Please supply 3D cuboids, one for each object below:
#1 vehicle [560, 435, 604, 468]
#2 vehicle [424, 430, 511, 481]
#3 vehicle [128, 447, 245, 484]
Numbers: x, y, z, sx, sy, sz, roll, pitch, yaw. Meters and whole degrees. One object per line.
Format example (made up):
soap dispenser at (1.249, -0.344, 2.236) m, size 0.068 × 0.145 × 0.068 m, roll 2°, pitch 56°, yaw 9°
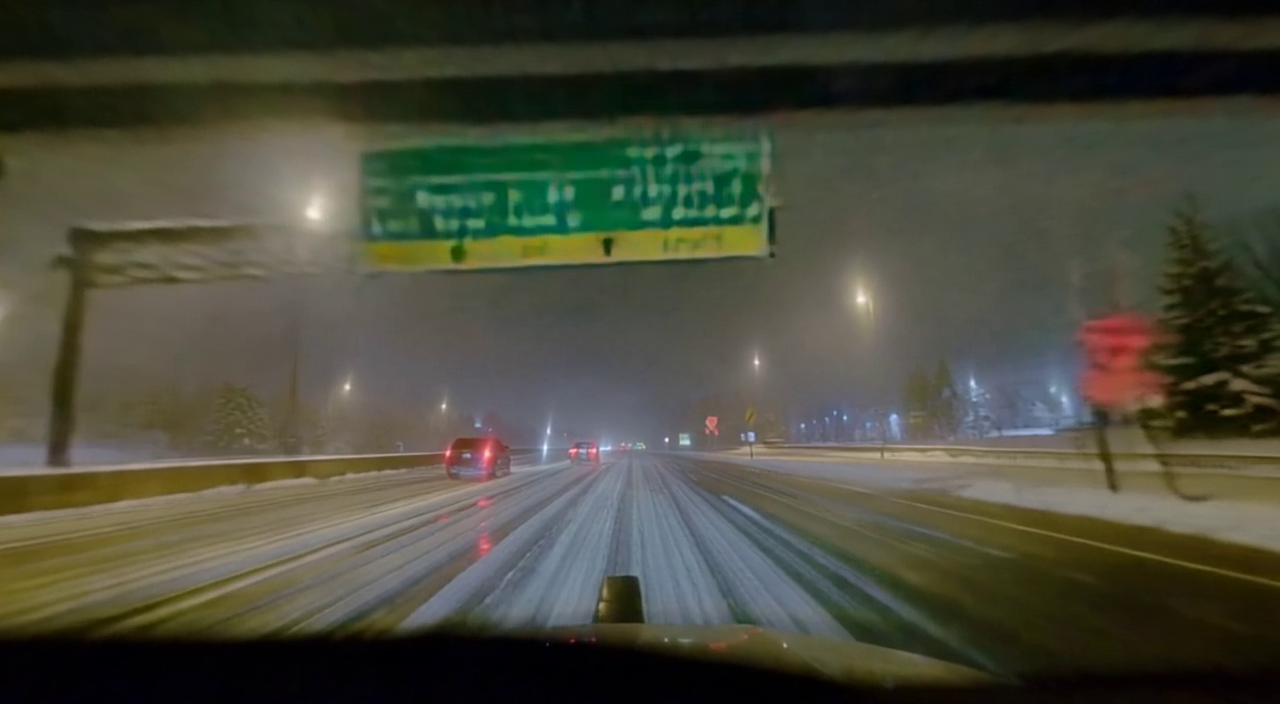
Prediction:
vehicle at (-3.207, 5.593, 35.666) m, size 2.027 × 1.697 × 4.307 m, roll 0°, pitch -8°, yaw 0°
vehicle at (-6.624, 4.025, 24.838) m, size 2.015 × 1.762 × 4.790 m, roll 0°, pitch -8°, yaw 1°
vehicle at (-19.574, 4.895, 27.541) m, size 1.822 × 1.434 × 4.510 m, roll 2°, pitch -9°, yaw -2°
